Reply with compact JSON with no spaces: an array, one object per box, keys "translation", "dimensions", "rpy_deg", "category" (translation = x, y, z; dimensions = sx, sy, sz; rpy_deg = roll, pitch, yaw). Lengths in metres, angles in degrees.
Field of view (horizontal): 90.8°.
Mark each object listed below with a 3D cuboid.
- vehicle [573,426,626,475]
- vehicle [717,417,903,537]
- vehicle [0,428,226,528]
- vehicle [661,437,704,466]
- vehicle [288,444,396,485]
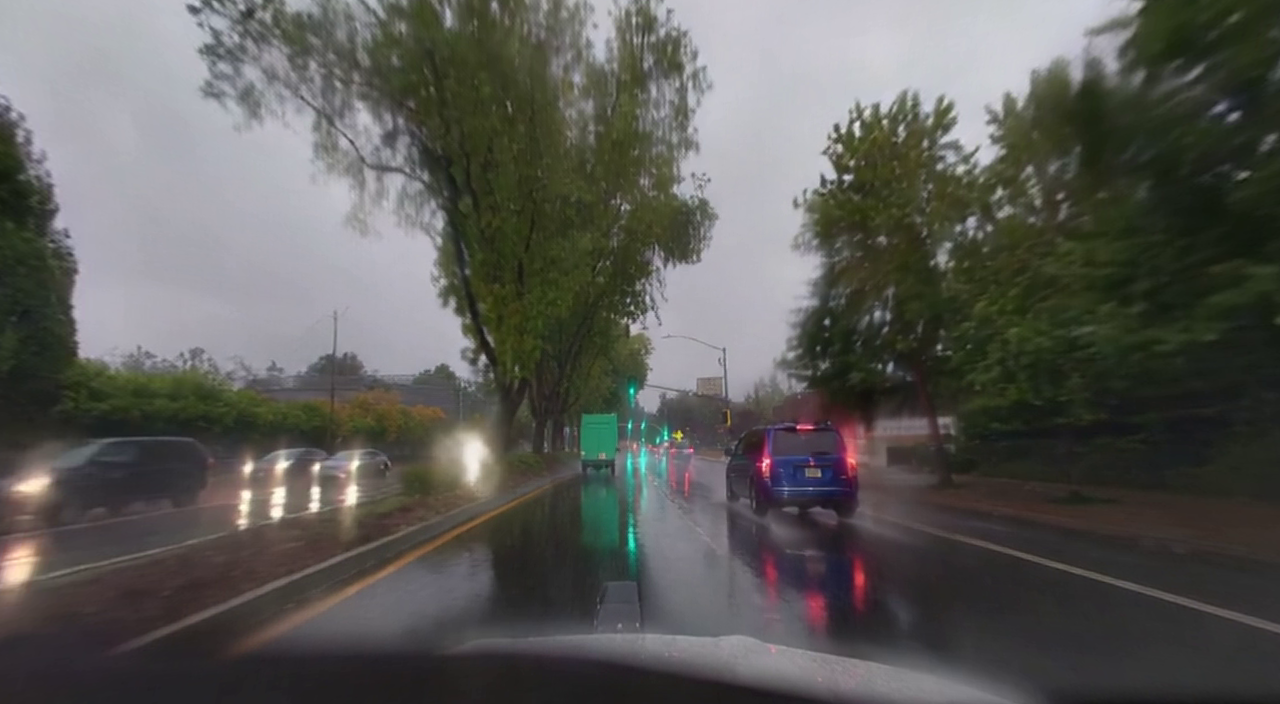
[{"translation":[-1.783,4.549,29.295],"dimensions":[2.228,2.054,4.309],"rpy_deg":[0,-8,0],"category":"vehicle"},{"translation":[2.668,2.073,11.073],"dimensions":[1.965,1.671,4.146],"rpy_deg":[0,-8,-2],"category":"vehicle"},{"translation":[-11.493,2.580,13.573],"dimensions":[2.192,1.754,4.569],"rpy_deg":[0,-8,-2],"category":"vehicle"},{"translation":[2.581,6.200,39.532],"dimensions":[2.248,1.692,4.252],"rpy_deg":[0,-8,-2],"category":"vehicle"},{"translation":[-11.806,4.468,25.464],"dimensions":[2.116,1.481,4.572],"rpy_deg":[0,-8,0],"category":"vehicle"}]
